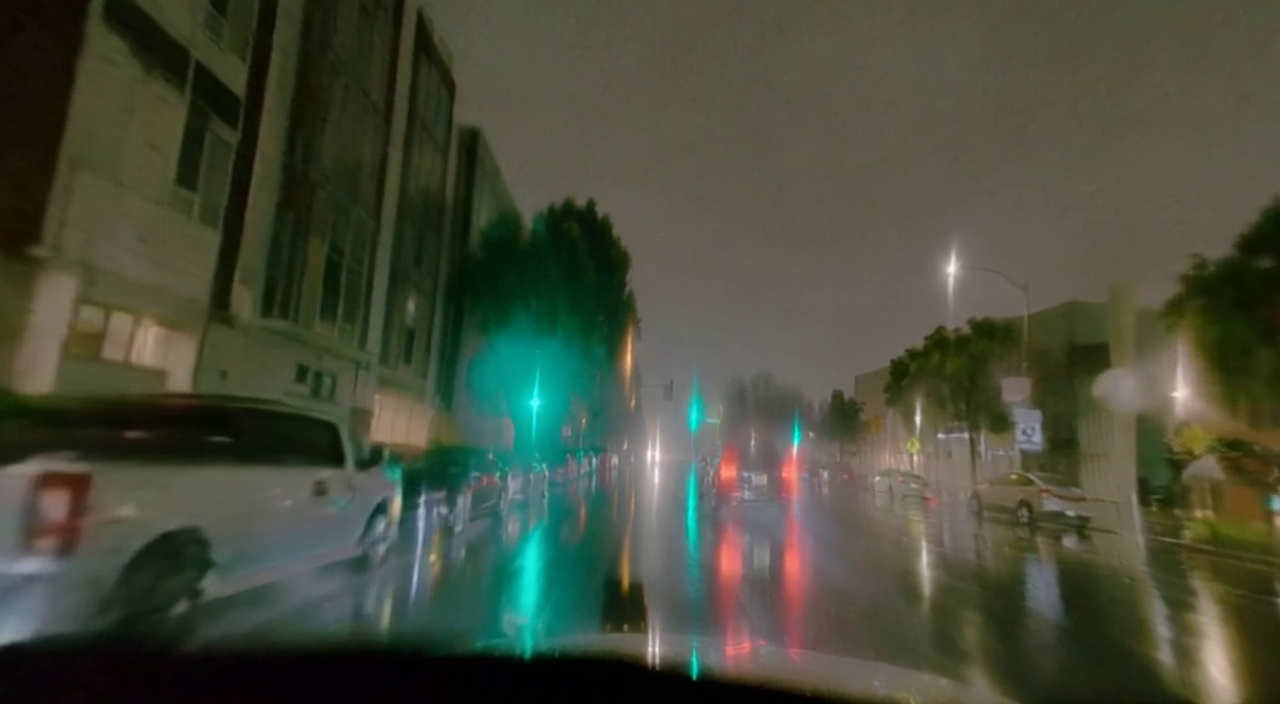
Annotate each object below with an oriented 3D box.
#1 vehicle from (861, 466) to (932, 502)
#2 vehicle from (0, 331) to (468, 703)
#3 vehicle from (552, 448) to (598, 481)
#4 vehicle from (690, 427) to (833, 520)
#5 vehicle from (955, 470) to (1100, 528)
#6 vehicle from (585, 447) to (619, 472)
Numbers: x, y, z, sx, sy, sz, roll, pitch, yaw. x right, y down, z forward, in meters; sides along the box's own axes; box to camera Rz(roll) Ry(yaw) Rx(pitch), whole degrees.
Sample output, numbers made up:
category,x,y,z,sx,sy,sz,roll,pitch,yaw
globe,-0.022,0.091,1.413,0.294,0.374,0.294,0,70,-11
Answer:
category,x,y,z,sx,sy,sz,roll,pitch,yaw
vehicle,13.622,7.018,33.787,1.866,1.554,4.393,3,-8,-2
vehicle,-3.551,1.199,5.719,2.171,1.816,5.274,-1,-9,4
vehicle,-3.125,5.474,31.063,1.842,1.497,4.238,0,-9,0
vehicle,2.752,2.974,16.074,2.411,1.899,5.993,0,-9,0
vehicle,13.567,5.156,22.459,2.189,1.753,4.376,3,-11,-3
vehicle,-2.578,7.423,43.806,1.933,1.652,4.508,0,-9,2
